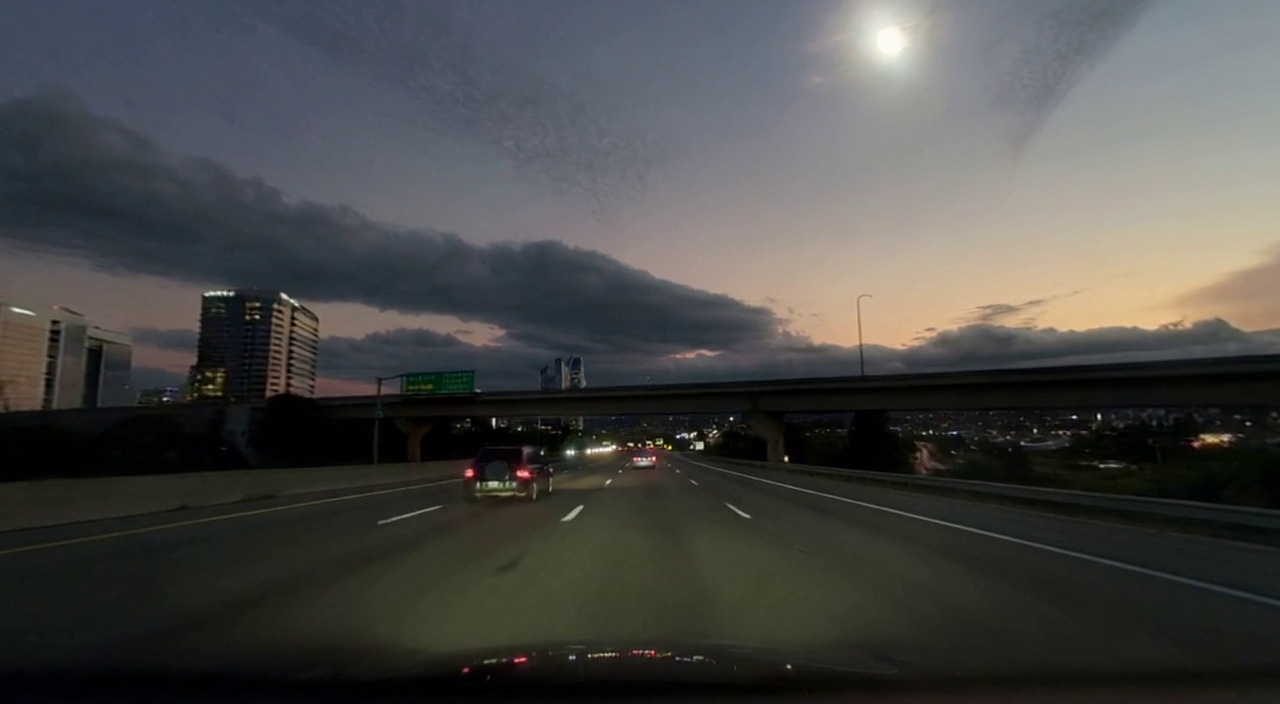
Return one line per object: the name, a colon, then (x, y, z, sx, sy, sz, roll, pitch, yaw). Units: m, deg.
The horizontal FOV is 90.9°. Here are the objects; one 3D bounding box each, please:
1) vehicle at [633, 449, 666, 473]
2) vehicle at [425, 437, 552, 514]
vehicle: (0.645, 7.463, 43.425, 2.113, 1.537, 4.208, 0, -9, 1)
vehicle: (-3.629, 3.050, 16.042, 2.055, 1.665, 4.373, 0, -9, 1)
